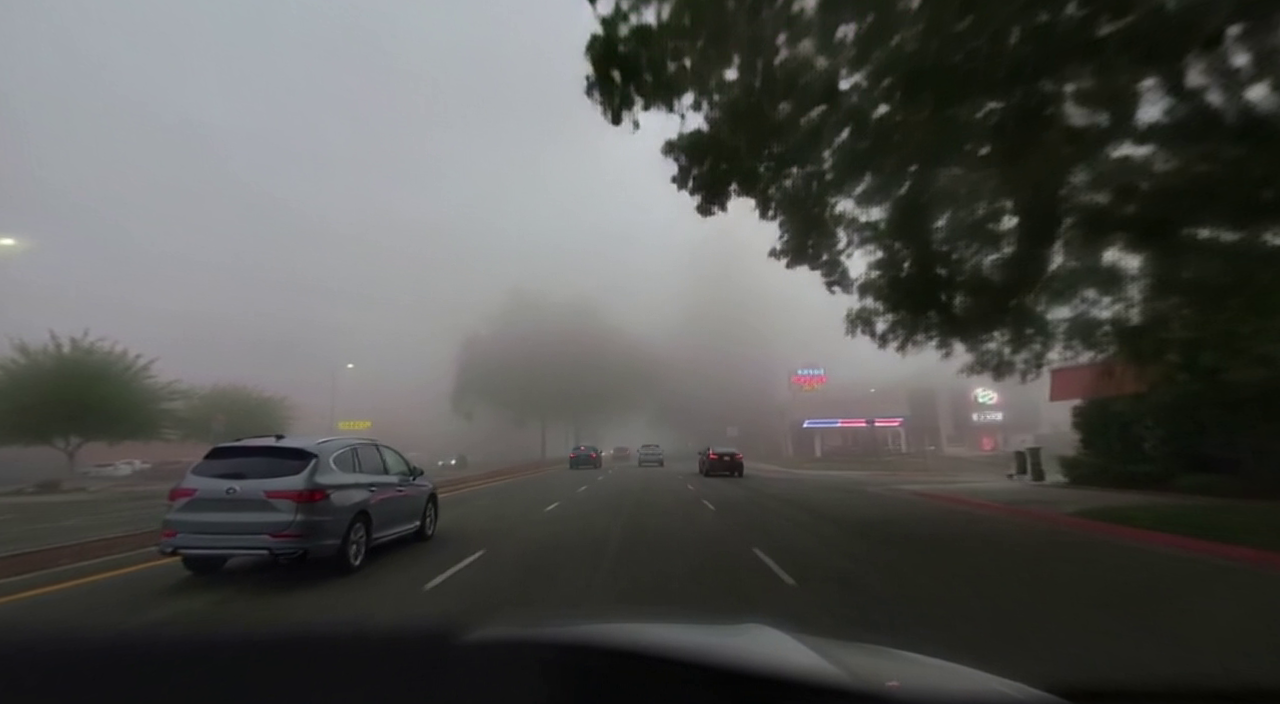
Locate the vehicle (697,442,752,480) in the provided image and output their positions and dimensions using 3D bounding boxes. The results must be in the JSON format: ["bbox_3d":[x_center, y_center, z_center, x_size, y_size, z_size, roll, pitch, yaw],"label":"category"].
[{"bbox_3d":[3.693,4.820,28.087,1.922,1.579,3.642,0,-9,-1],"label":"vehicle"}]

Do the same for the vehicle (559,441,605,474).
[{"bbox_3d":[-3.133,5.782,34.745,2.026,1.665,4.193,0,-9,2],"label":"vehicle"}]

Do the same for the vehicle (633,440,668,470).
[{"bbox_3d":[0.688,6.718,41.344,2.193,1.873,4.033,0,-9,0],"label":"vehicle"}]

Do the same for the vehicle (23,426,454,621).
[{"bbox_3d":[-3.756,1.647,7.099,1.908,1.481,4.351,0,-9,1],"label":"vehicle"}]
